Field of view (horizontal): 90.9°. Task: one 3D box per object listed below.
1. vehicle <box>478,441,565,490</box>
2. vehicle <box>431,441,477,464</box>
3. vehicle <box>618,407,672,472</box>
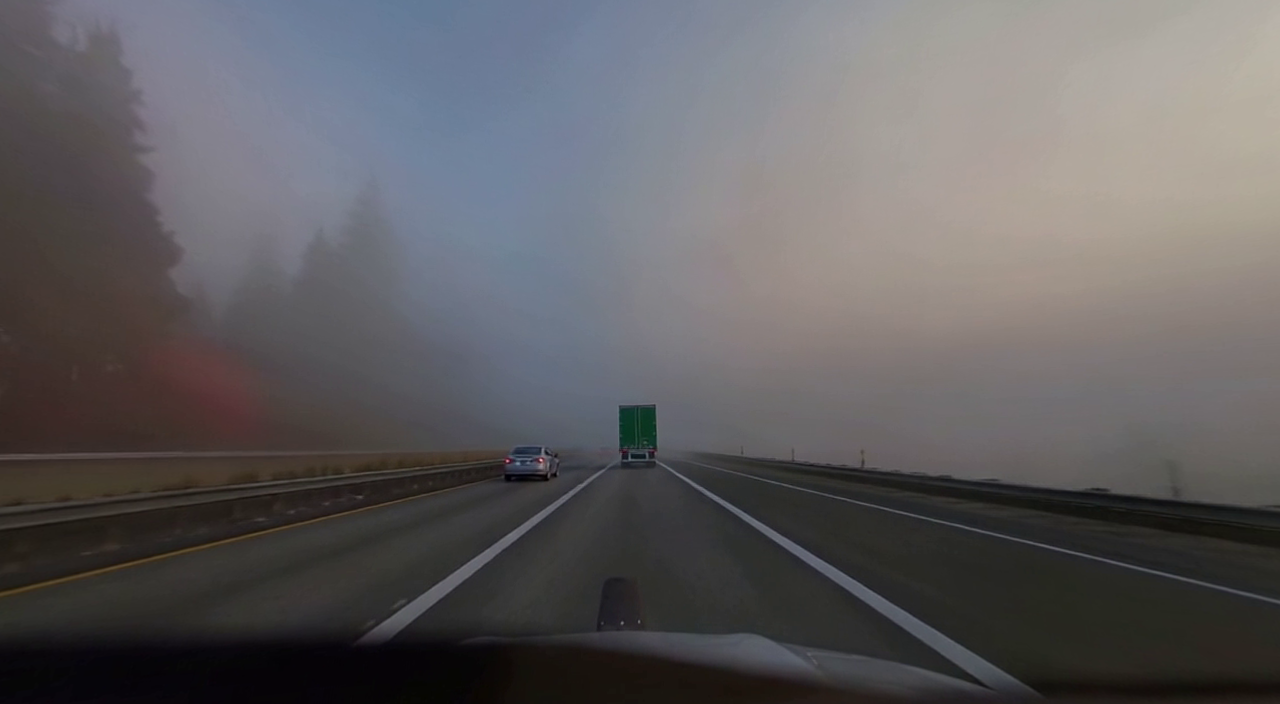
[{"bbox_3d":[-4.022,3.973,22.368,2.114,1.523,5.110,0,-9,0],"label":"vehicle"},{"bbox_3d":[-13.050,7.070,44.508,2.020,1.509,4.186,0,-9,0],"label":"vehicle"},{"bbox_3d":[0.134,5.602,40.018,2.893,3.628,9.081,0,-9,-3],"label":"vehicle"}]
